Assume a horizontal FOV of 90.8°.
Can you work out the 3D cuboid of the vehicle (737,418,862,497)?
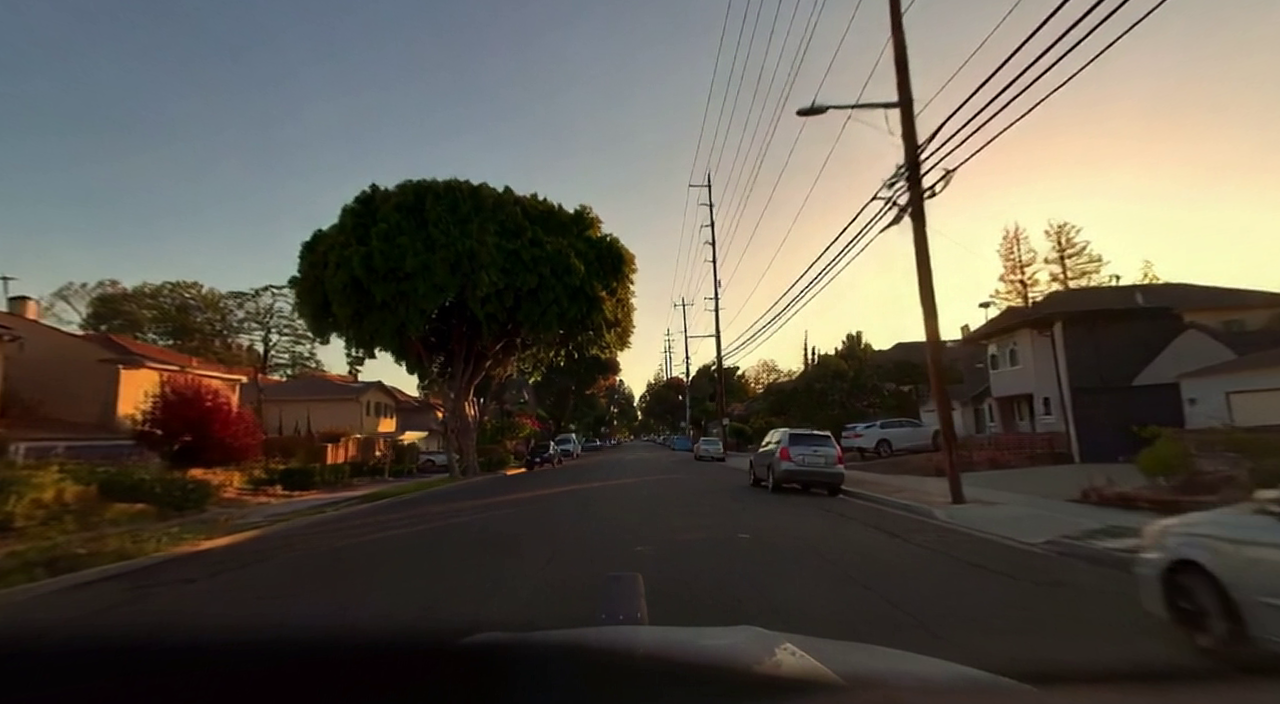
[{"bbox_3d":[3.965,2.729,16.673,2.105,1.755,4.749,0,-8,1],"label":"vehicle"}]

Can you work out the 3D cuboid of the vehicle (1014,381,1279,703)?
[{"bbox_3d":[4.006,0.868,2.613,2.016,1.544,4.645,0,-8,-1],"label":"vehicle"}]

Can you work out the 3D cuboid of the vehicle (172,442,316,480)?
[{"bbox_3d":[-19.771,5.458,31.762,5.746,1.830,2.162,0,-8,-2],"label":"vehicle"}]

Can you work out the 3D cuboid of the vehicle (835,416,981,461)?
[{"bbox_3d":[11.798,3.858,28.166,5.447,1.895,2.202,0,-8,2],"label":"vehicle"}]

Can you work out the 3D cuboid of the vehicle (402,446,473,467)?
[{"bbox_3d":[-15.097,7.787,47.191,4.615,1.489,1.971,0,-8,2],"label":"vehicle"}]

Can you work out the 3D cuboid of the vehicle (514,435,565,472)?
[{"bbox_3d":[-5.824,5.924,37.319,2.213,1.786,4.674,-6,-7,-2],"label":"vehicle"}]

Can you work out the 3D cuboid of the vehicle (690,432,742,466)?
[{"bbox_3d":[3.967,5.163,33.715,2.040,1.640,4.153,1,-8,-3],"label":"vehicle"}]
